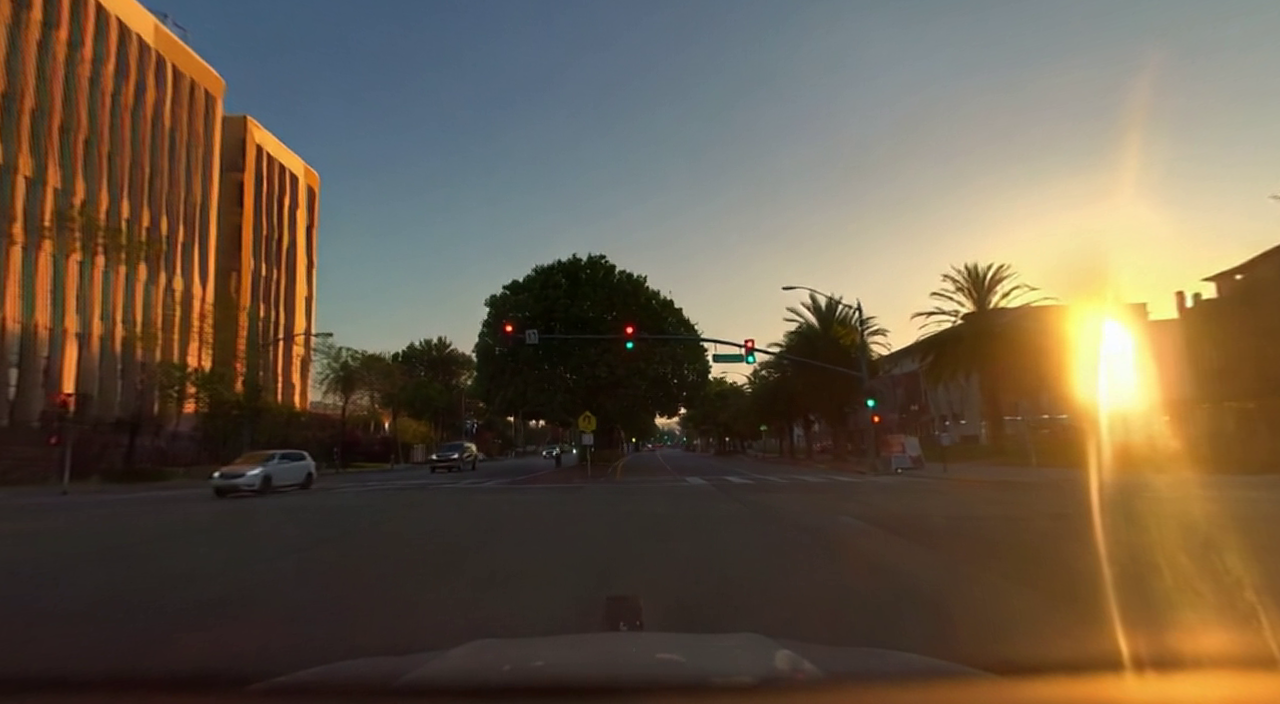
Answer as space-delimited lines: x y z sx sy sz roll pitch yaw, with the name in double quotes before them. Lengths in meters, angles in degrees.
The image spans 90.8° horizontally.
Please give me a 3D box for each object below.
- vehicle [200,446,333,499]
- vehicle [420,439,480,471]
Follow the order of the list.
"vehicle" -12.937 4.159 22.268 2.038 1.624 4.292 0 -8 0
"vehicle" -12.872 7.025 43.161 2.268 2.016 5.632 0 -8 1
